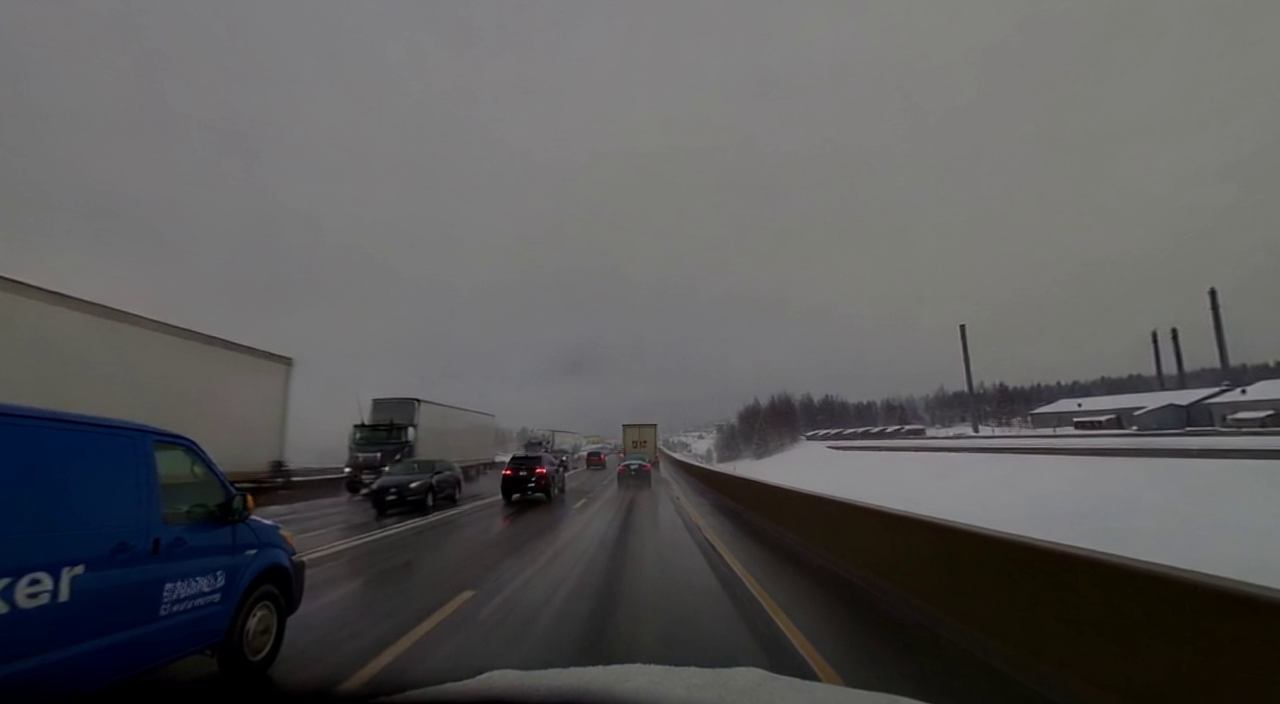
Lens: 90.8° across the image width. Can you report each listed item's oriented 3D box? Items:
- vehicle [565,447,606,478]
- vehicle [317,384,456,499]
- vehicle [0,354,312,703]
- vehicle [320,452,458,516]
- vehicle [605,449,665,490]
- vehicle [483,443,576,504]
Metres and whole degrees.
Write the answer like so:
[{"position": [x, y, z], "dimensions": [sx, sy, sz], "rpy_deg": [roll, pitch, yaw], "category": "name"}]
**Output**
[{"position": [-3.101, 6.331, 36.515], "dimensions": [1.994, 1.663, 4.047], "rpy_deg": [0, -9, 0], "category": "vehicle"}, {"position": [-9.776, 3.582, 25.185], "dimensions": [3.024, 4.011, 5.853], "rpy_deg": [0, -9, 0], "category": "vehicle"}, {"position": [-3.047, 0.781, 1.402], "dimensions": [2.117, 1.688, 4.582], "rpy_deg": [0, -9, 1], "category": "vehicle"}, {"position": [-6.614, 3.505, 17.262], "dimensions": [1.887, 1.462, 4.466], "rpy_deg": [0, -9, 1], "category": "vehicle"}, {"position": [-0.215, 4.425, 24.033], "dimensions": [2.095, 1.393, 3.908], "rpy_deg": [0, -9, -1], "category": "vehicle"}, {"position": [-3.164, 3.562, 18.973], "dimensions": [1.937, 1.600, 4.141], "rpy_deg": [0, -9, 1], "category": "vehicle"}]
